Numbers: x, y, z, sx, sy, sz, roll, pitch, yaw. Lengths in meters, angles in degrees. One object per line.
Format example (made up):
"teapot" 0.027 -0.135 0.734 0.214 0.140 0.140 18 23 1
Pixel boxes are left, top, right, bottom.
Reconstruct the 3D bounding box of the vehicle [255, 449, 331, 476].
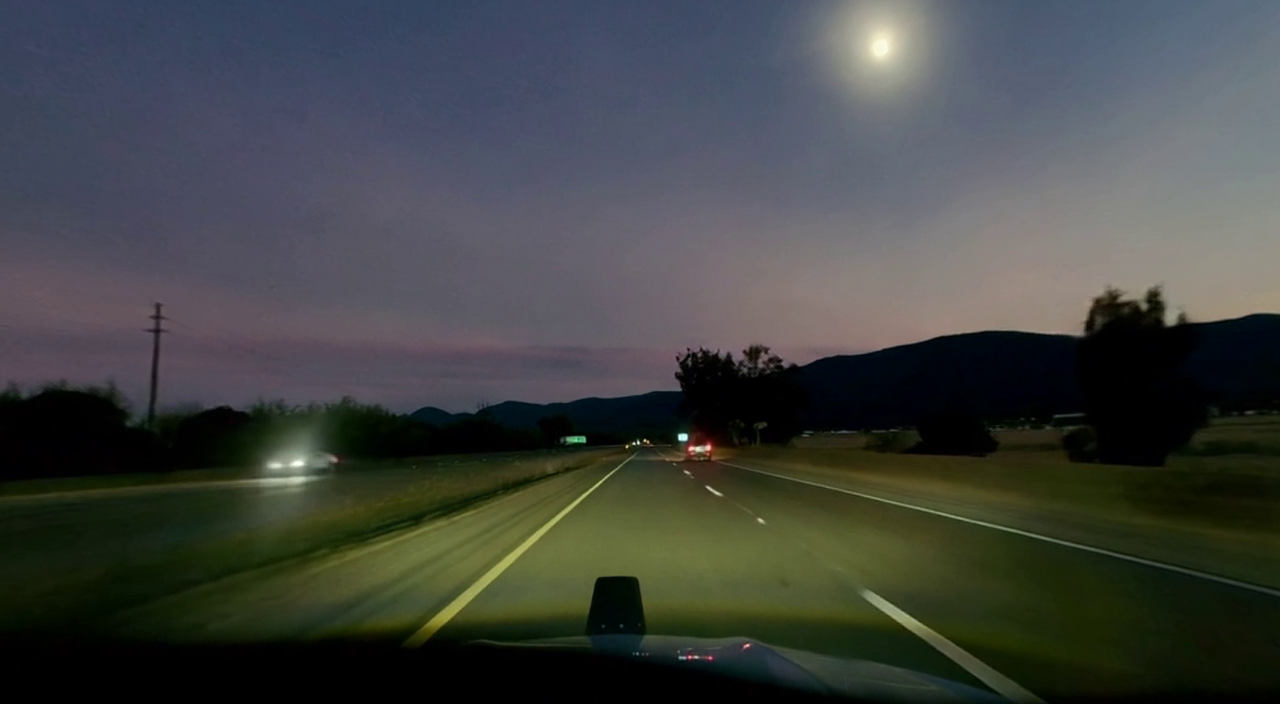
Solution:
"vehicle" -20.966 6.681 38.338 1.889 1.472 4.760 0 -8 1

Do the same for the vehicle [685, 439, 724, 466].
"vehicle" 4.174 6.590 41.412 2.157 1.640 4.056 0 -8 0
